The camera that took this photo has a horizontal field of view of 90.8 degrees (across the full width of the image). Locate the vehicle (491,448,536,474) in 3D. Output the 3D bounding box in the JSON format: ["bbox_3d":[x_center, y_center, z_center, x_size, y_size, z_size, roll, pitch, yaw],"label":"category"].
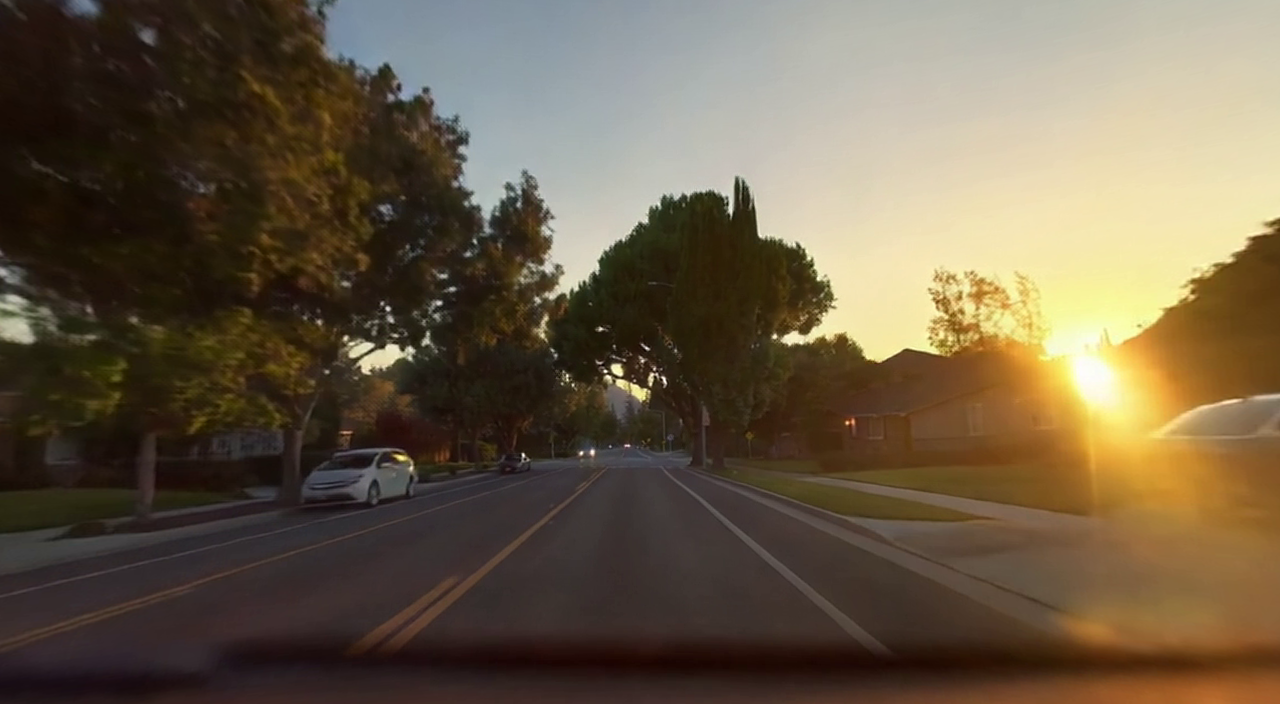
[{"bbox_3d":[-7.964,6.891,40.146,1.880,1.469,4.221,-4,-9,1],"label":"vehicle"}]

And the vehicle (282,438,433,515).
[{"bbox_3d":[-7.806,3.422,18.044,2.122,1.739,4.770,-4,-8,0],"label":"vehicle"}]

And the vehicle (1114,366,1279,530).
[{"bbox_3d":[8.986,1.119,7.864,4.463,1.754,2.003,-1,-9,0],"label":"vehicle"}]
